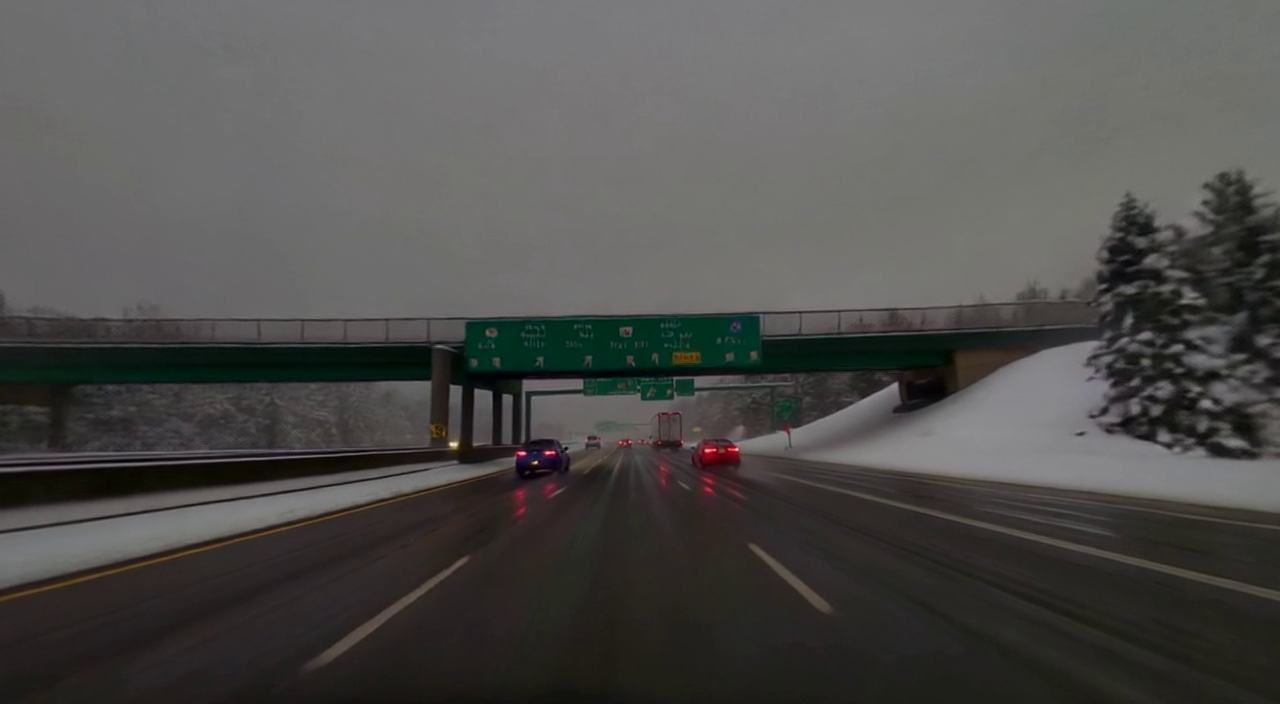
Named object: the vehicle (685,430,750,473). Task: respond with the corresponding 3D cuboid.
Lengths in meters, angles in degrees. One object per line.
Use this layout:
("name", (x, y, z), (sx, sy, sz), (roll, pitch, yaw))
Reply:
("vehicle", (3.094, 4.070, 25.957), (2.001, 1.625, 4.088), (0, -8, -2))

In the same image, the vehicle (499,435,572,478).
("vehicle", (-3.844, 3.927, 23.972), (2.064, 1.479, 4.370), (0, -8, 0))
